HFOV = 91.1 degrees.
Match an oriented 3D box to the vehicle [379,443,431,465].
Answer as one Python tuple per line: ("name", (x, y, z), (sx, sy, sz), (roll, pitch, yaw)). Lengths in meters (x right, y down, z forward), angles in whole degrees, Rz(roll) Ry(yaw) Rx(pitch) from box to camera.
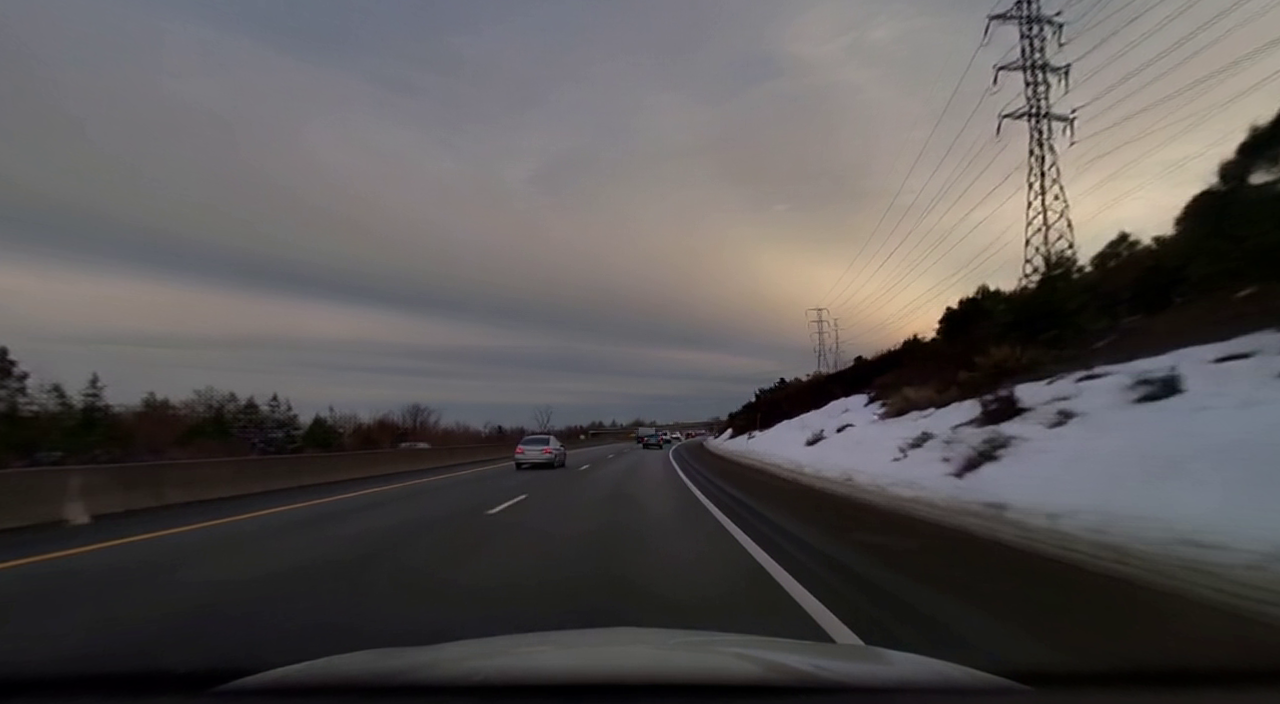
("vehicle", (-17.527, 7.607, 47.131), (1.912, 1.514, 4.589), (0, -8, 2))

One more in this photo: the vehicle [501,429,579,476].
("vehicle", (-3.508, 3.617, 22.935), (2.030, 1.522, 4.250), (0, -8, 2))

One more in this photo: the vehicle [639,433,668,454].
("vehicle", (1.096, 6.879, 47.513), (2.077, 1.523, 4.206), (0, -8, 3))
